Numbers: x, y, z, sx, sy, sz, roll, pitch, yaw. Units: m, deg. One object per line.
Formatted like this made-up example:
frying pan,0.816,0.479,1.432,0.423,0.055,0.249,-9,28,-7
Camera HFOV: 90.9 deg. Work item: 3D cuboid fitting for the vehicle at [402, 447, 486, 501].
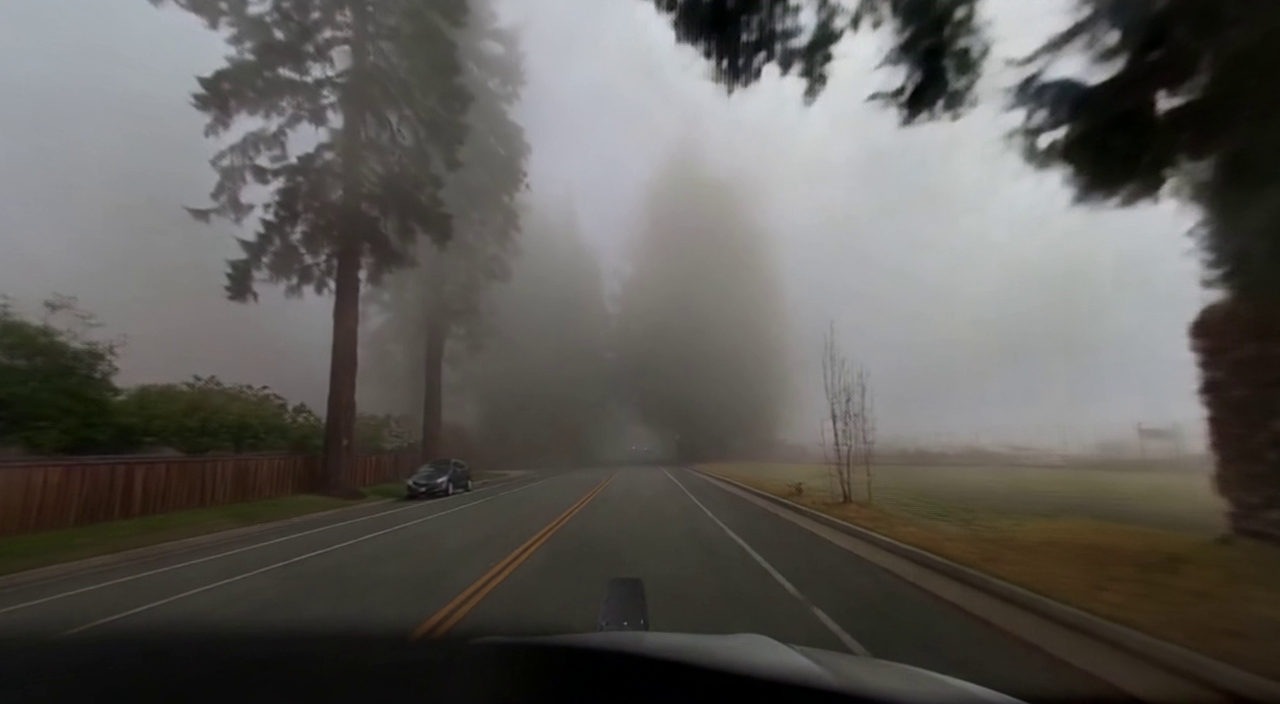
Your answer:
vehicle,-7.667,4.753,24.983,1.945,1.760,4.021,-3,-8,2
